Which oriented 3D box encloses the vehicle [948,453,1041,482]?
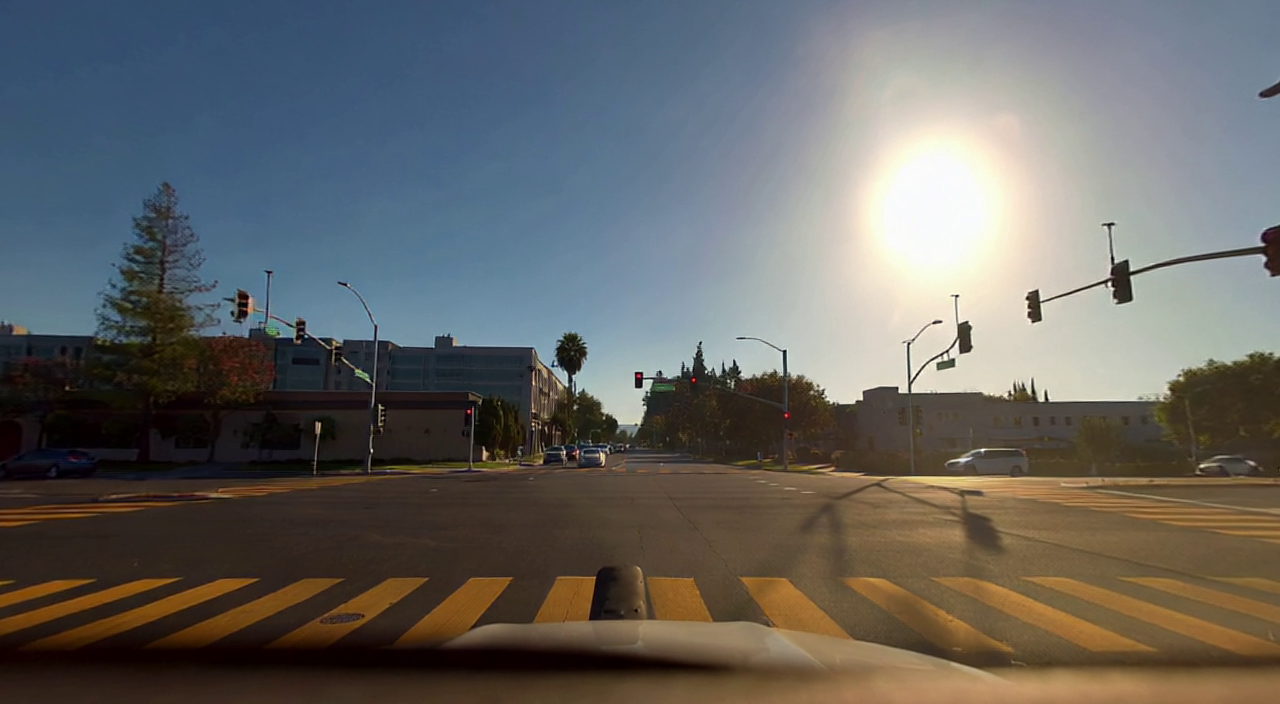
[{"bbox_3d":[21.103,6.874,37.585,4.447,1.623,1.801,0,-9,-3],"label":"vehicle"}]

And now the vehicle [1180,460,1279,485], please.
[{"bbox_3d":[36.224,7.309,38.297,4.976,1.428,1.929,0,-8,-1],"label":"vehicle"}]

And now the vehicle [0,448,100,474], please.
[{"bbox_3d":[-35.138,6.419,37.191,4.741,1.447,1.807,0,-9,0],"label":"vehicle"}]

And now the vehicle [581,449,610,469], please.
[{"bbox_3d":[-3.440,8.362,49.227,1.908,1.441,4.142,0,-8,1],"label":"vehicle"}]
